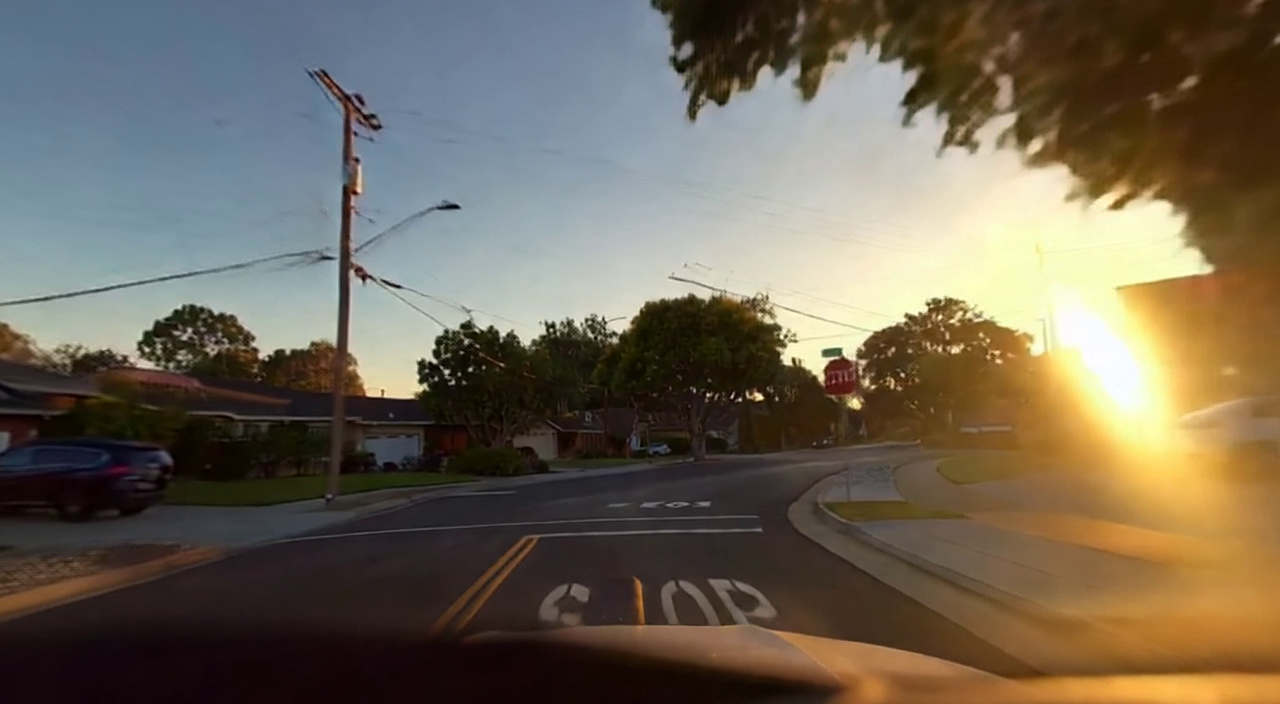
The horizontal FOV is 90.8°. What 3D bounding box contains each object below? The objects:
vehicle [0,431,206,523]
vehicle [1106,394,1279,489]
[{"bbox_3d":[-12.616,2.697,13.945,4.484,1.852,2.009,0,-9,-2],"label":"vehicle"},{"bbox_3d":[12.277,1.791,12.630,4.180,1.759,1.940,-2,-9,11],"label":"vehicle"}]
